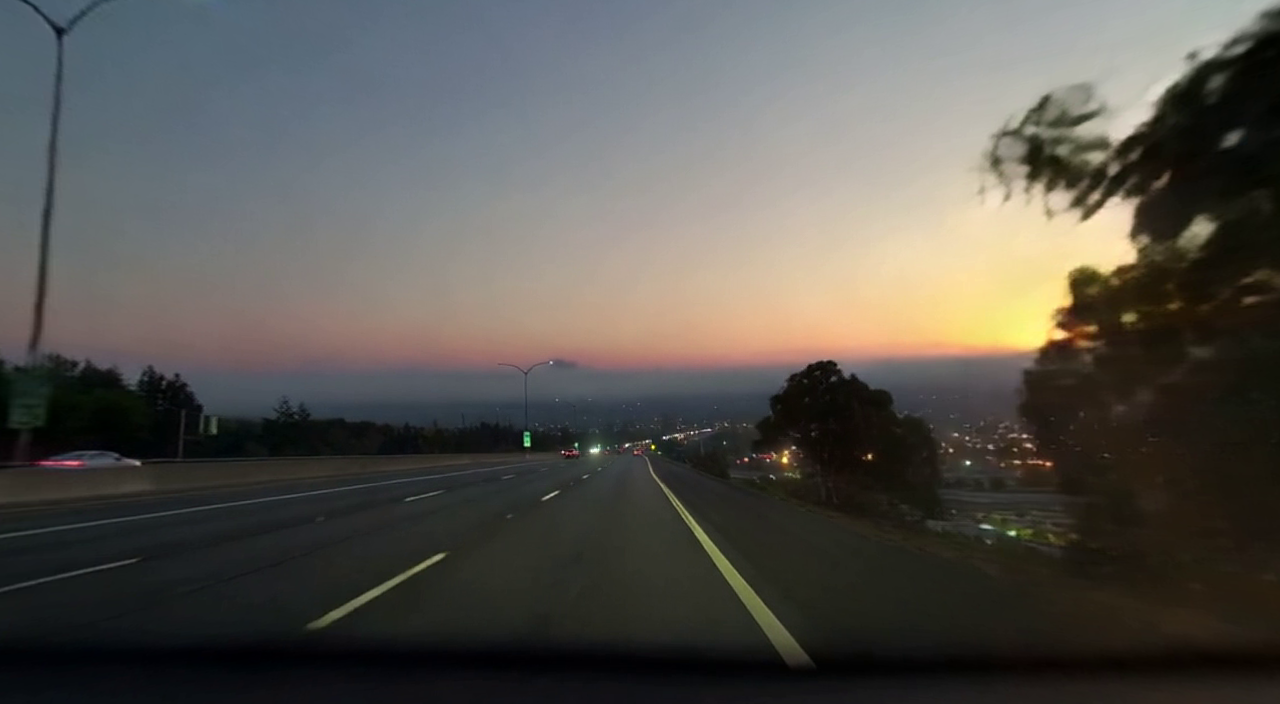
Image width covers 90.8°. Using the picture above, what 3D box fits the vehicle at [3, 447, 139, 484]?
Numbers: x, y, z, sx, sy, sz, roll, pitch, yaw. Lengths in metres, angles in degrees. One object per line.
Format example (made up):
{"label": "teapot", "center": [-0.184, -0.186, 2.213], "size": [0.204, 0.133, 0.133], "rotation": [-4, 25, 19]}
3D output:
{"label": "vehicle", "center": [-26.712, 5.315, 29.928], "size": [1.923, 1.563, 4.762], "rotation": [0, -9, 1]}
